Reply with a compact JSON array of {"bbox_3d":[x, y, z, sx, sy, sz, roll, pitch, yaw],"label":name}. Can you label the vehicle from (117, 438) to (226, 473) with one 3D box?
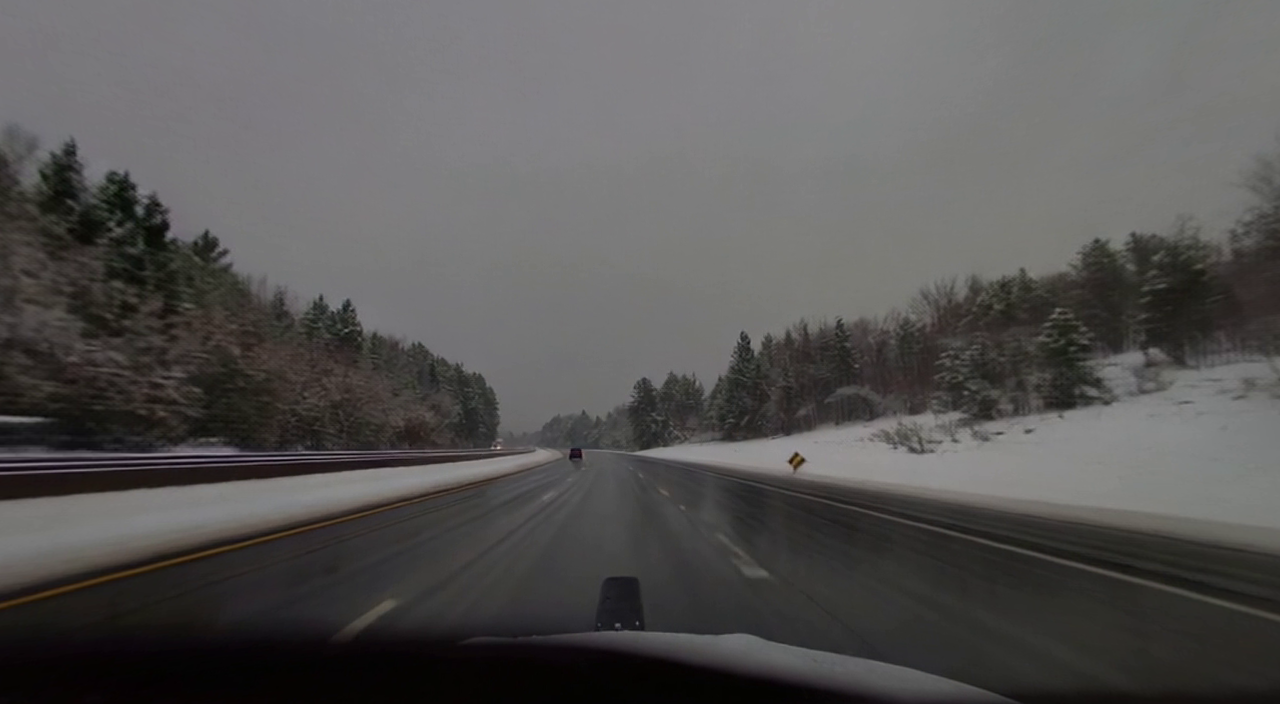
[{"bbox_3d":[-20.798,4.626,28.260,1.859,1.461,4.033,0,-9,-2],"label":"vehicle"}]
